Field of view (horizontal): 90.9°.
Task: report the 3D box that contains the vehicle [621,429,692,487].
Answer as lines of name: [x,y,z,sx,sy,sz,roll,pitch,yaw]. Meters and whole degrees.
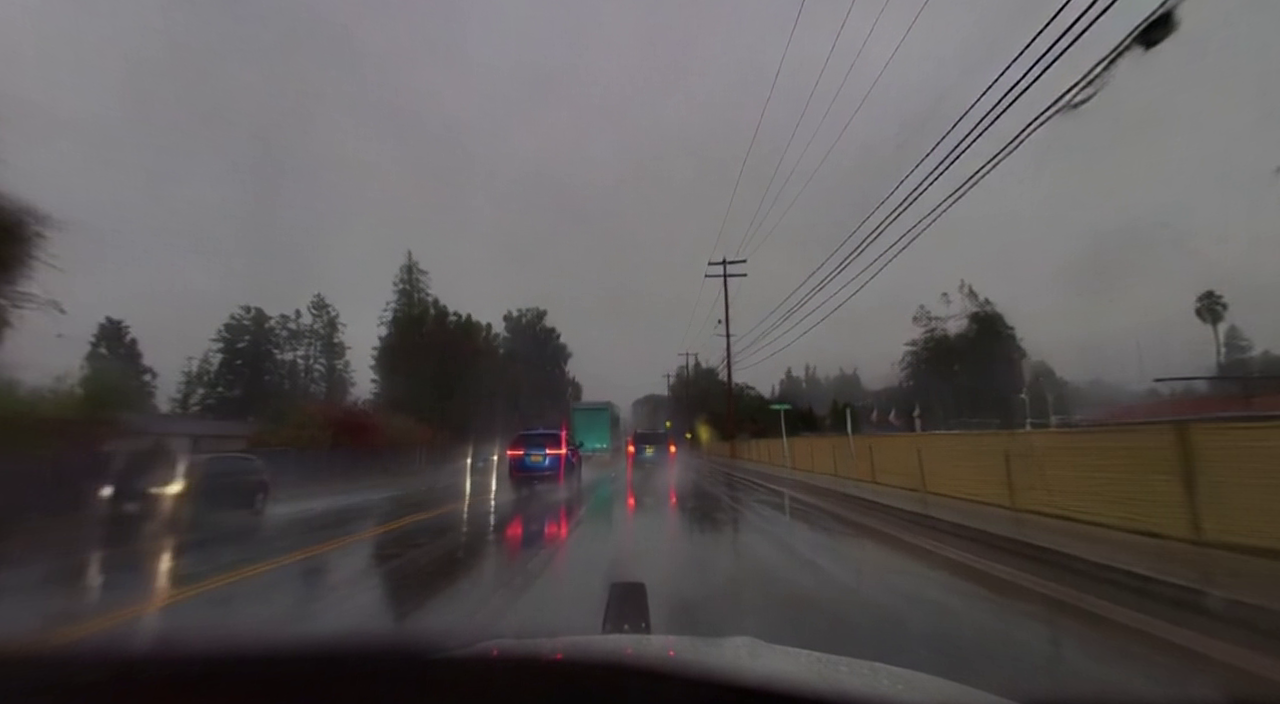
vehicle: [0.524,3.554,21.325,2.174,1.749,4.113,0,-9,1]

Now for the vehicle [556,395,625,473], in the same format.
vehicle: [-2.475,4.706,35.262,2.928,3.658,10.953,0,-9,0]

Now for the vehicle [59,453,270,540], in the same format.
vehicle: [-11.832,3.547,16.184,1.959,1.691,4.479,-5,-9,0]

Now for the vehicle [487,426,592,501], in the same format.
vehicle: [-2.670,3.112,17.936,2.093,1.832,4.508,0,-9,2]

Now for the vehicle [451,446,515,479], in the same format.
vehicle: [-8.036,5.672,32.718,2.081,1.568,4.265,0,-9,2]
